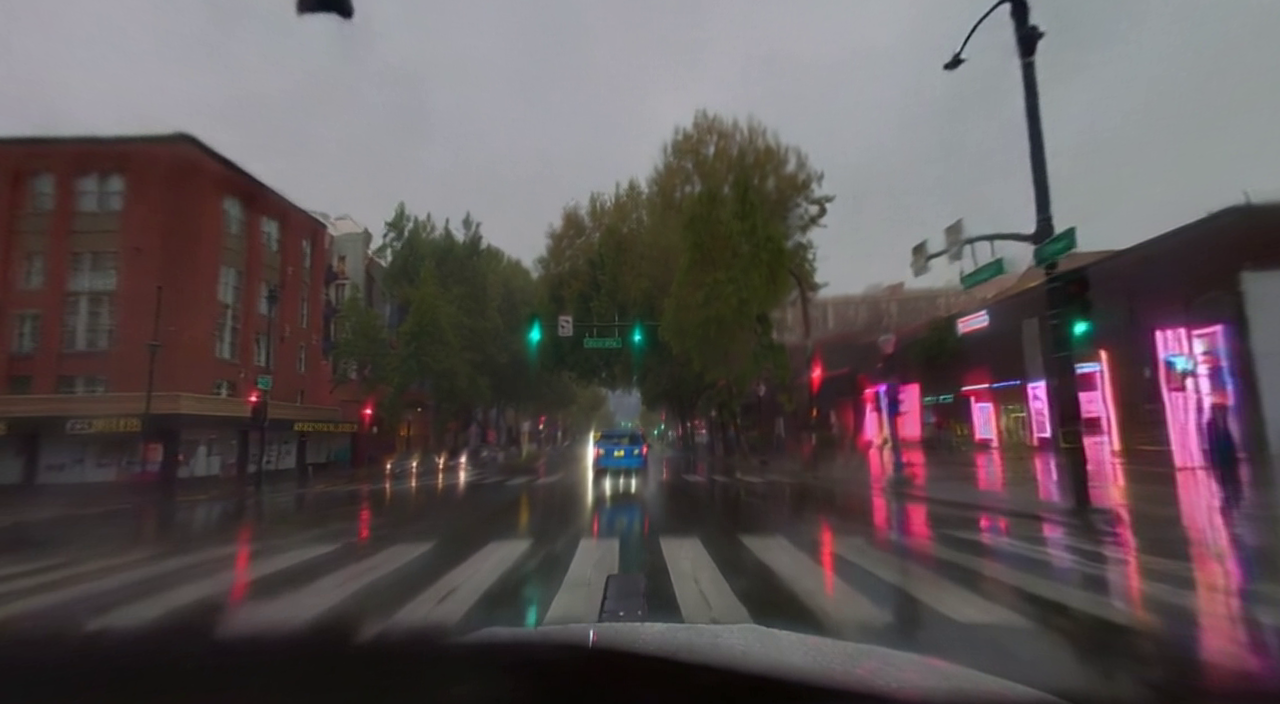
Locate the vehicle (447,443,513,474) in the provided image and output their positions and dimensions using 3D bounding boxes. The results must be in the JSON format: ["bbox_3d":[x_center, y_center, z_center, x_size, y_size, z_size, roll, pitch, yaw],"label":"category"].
[{"bbox_3d":[-8.319,5.574,33.331,2.152,1.468,4.737,0,-8,1],"label":"vehicle"}]

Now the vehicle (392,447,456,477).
[{"bbox_3d":[-11.781,6.024,34.803,1.972,1.475,4.381,0,-8,0],"label":"vehicle"}]

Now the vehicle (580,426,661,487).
[{"bbox_3d":[-0.575,3.424,21.040,2.382,1.796,4.610,0,-8,0],"label":"vehicle"}]
